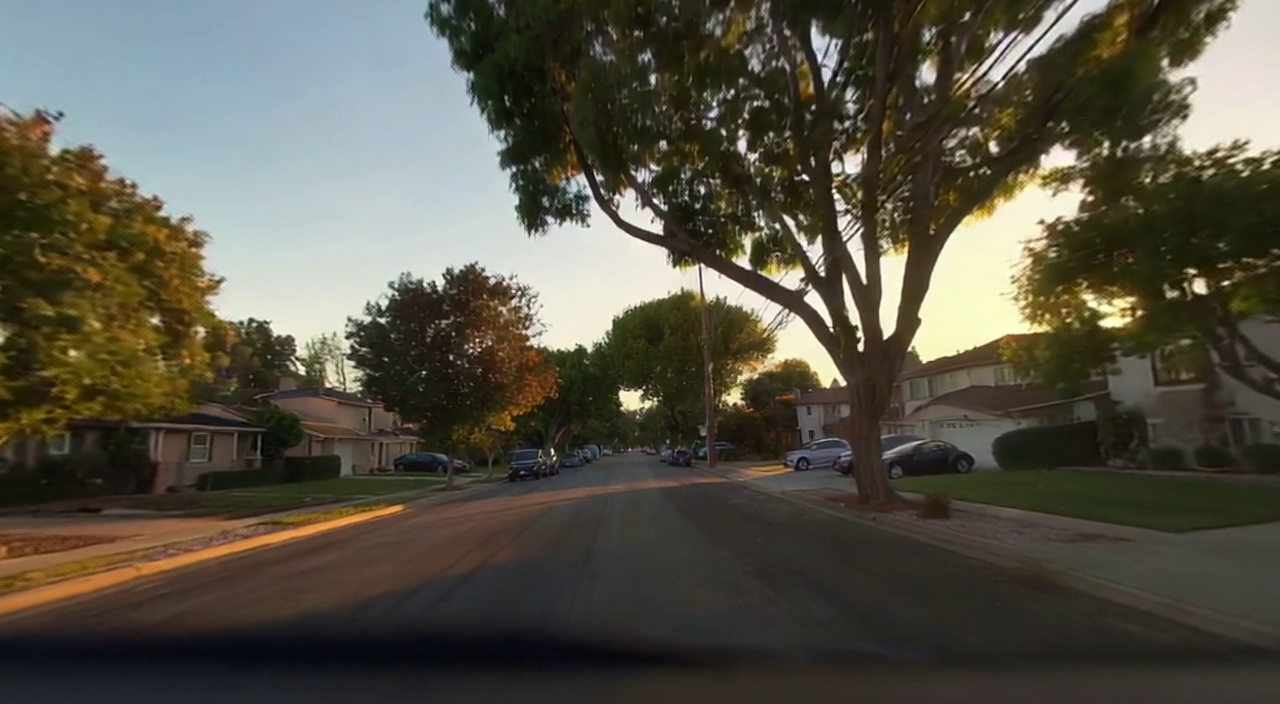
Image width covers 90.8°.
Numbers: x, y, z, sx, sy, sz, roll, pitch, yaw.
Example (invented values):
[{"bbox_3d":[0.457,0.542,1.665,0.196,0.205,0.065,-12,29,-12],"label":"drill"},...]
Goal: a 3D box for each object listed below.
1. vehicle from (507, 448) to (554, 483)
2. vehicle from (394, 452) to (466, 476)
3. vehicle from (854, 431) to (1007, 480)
[{"bbox_3d":[-6.314,6.575,36.846,2.035,1.736,3.955,-2,-7,-1],"label":"vehicle"},{"bbox_3d":[-16.299,8.719,49.214,4.706,1.681,2.389,-2,-9,5],"label":"vehicle"},{"bbox_3d":[11.014,3.951,24.236,4.782,1.748,2.106,0,-9,1],"label":"vehicle"}]
